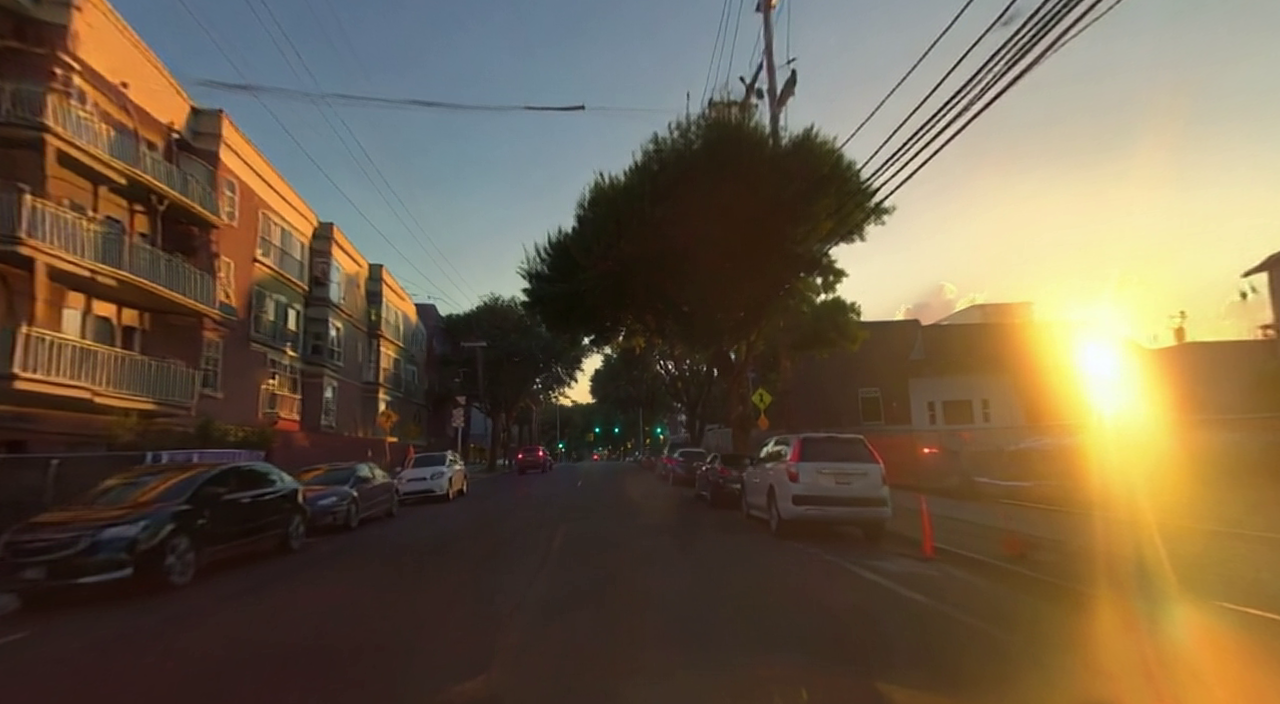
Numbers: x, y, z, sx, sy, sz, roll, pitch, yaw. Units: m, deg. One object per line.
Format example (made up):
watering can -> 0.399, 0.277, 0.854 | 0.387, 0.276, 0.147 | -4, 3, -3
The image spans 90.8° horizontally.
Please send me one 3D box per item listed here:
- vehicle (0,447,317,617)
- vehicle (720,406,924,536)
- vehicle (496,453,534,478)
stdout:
vehicle -> -6.330, 2.159, 8.601 | 1.996, 1.695, 4.127 | 0, -9, -6
vehicle -> 2.927, 2.249, 11.430 | 1.994, 1.857, 4.393 | 1, -14, -5
vehicle -> -8.246, 7.534, 42.151 | 1.968, 1.450, 4.271 | 0, -9, -4
